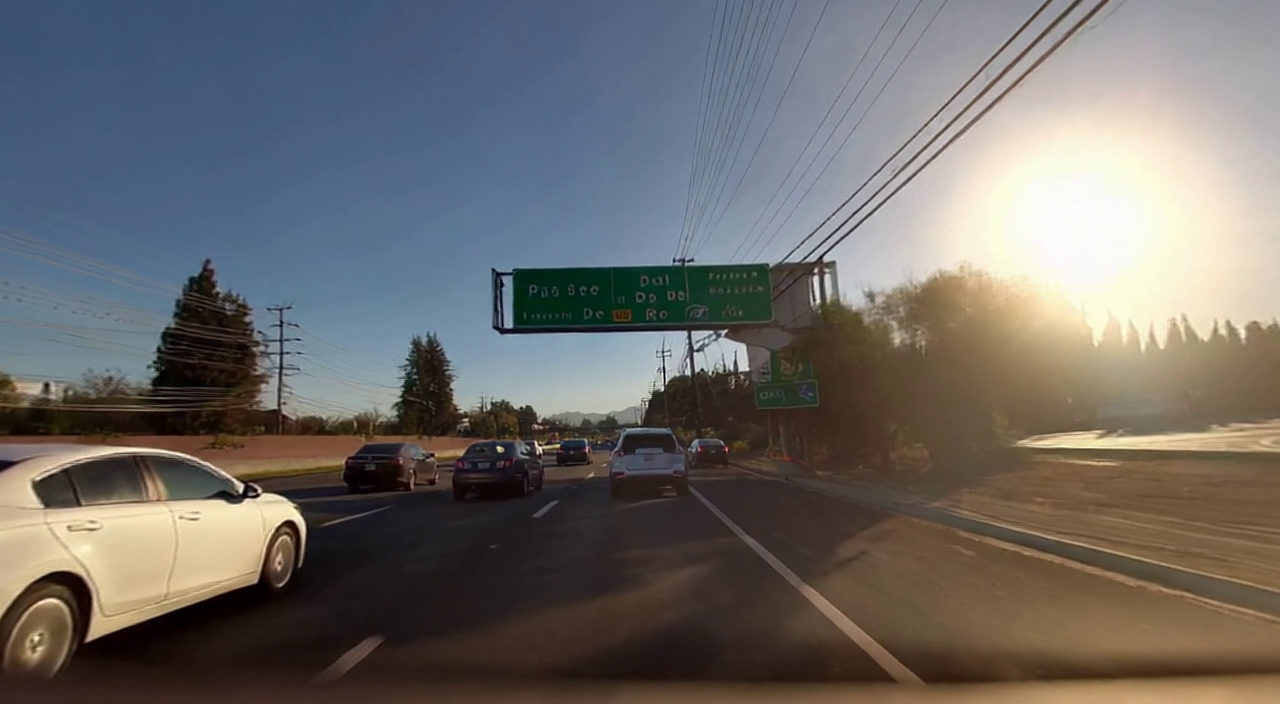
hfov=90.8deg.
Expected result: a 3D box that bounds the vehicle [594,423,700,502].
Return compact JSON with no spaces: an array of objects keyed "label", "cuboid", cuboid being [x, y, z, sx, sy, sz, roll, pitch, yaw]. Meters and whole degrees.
[{"label":"vehicle","cuboid":[0.145,2.690,15.740,2.284,1.699,4.168,0,-8,0]}]

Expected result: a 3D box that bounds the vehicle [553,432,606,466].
[{"label":"vehicle","cuboid":[-3.240,5.316,34.759,2.353,1.773,4.286,0,-8,1]}]

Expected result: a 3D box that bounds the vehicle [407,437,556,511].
[{"label":"vehicle","cuboid":[-3.417,2.733,14.731,2.203,1.425,4.610,0,-8,1]}]

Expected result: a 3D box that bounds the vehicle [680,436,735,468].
[{"label":"vehicle","cuboid":[3.249,4.924,31.407,2.197,1.464,4.356,0,-8,-1]}]

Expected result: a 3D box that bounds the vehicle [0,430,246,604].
[{"label":"vehicle","cuboid":[-6.389,1.550,6.409,1.958,1.447,4.454,0,-8,-1]}]

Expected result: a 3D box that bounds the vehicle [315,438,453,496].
[{"label":"vehicle","cuboid":[-7.133,3.234,18.254,1.959,1.435,4.719,0,-8,1]}]
